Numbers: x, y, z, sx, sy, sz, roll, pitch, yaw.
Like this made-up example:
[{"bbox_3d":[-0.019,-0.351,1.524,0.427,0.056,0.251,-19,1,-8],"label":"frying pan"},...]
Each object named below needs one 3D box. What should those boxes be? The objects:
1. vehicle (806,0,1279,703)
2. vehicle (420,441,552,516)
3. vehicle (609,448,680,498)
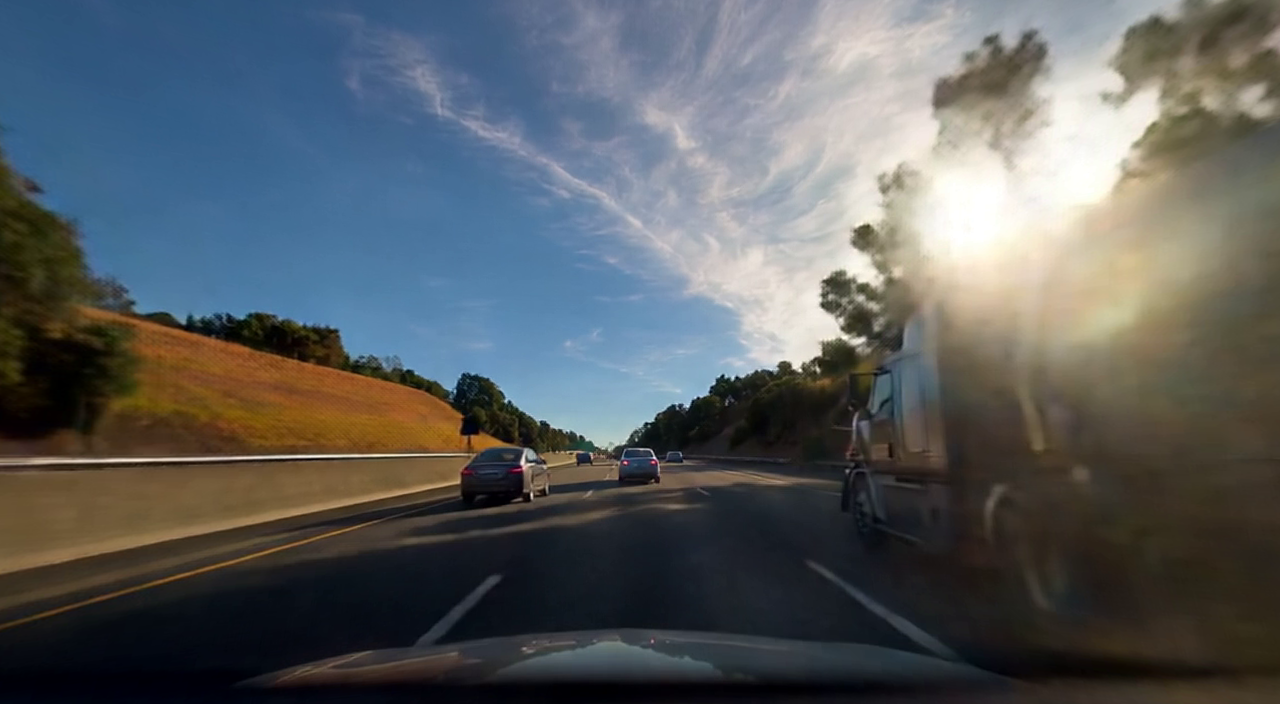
[{"bbox_3d":[4.463,-0.103,3.846,2.905,4.109,14.332,0,-9,0],"label":"vehicle"},{"bbox_3d":[-3.604,3.056,15.725,2.153,1.581,4.375,0,-9,0],"label":"vehicle"},{"bbox_3d":[0.088,3.781,20.036,2.023,1.400,4.028,0,-9,-1],"label":"vehicle"}]
